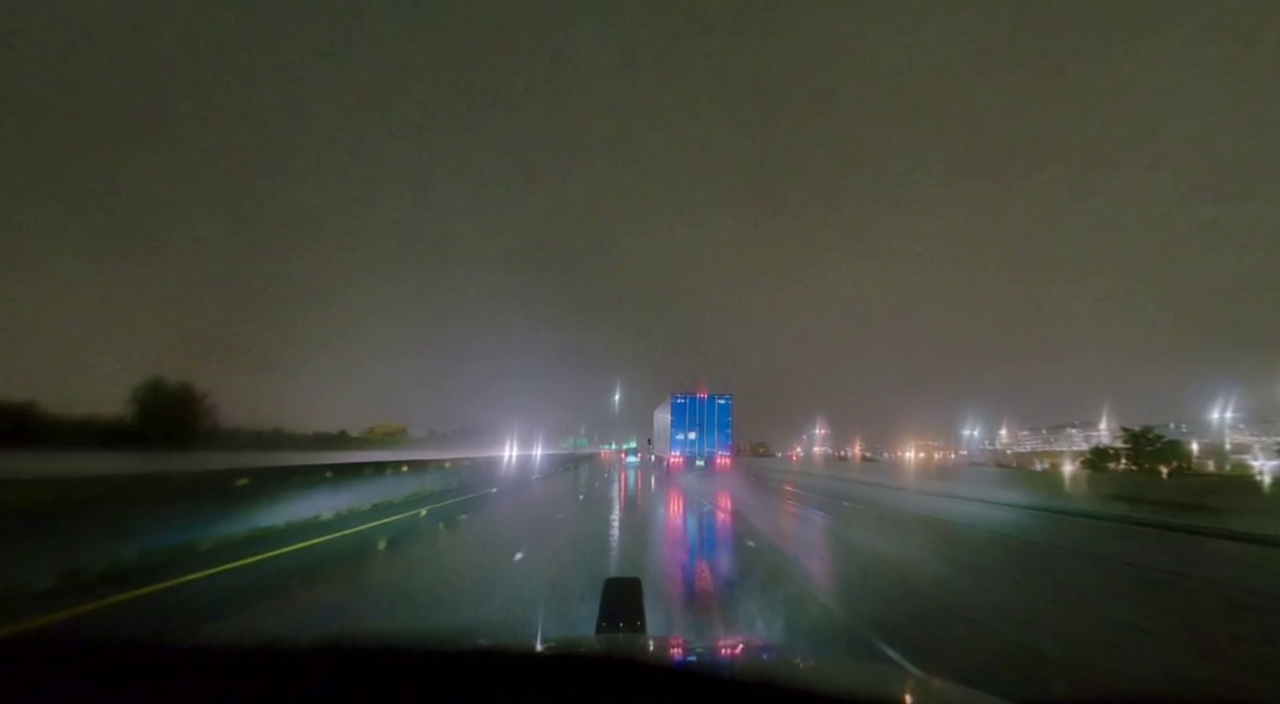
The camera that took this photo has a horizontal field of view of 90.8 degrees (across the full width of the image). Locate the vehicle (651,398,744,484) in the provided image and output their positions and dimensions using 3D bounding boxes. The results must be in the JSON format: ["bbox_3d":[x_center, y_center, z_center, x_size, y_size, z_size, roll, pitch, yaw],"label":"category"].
[{"bbox_3d":[2.960,5.604,39.026,3.462,4.177,16.311,0,-9,-3],"label":"vehicle"}]

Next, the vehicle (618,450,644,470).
[{"bbox_3d":[-0.693,8.383,49.135,1.898,1.438,4.053,0,-9,-1],"label":"vehicle"}]
